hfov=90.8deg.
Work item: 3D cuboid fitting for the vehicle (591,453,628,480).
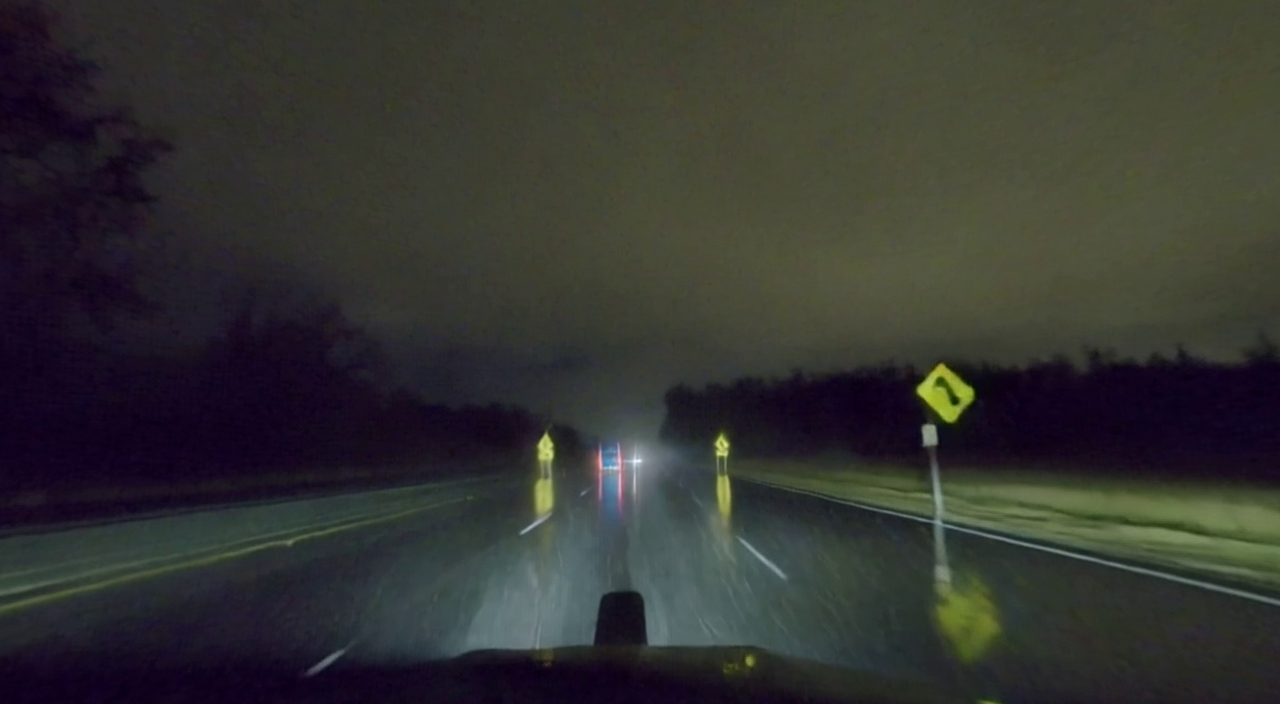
[{"bbox_3d":[-1.884,7.311,40.559,2.053,1.647,4.252,-1,-9,2],"label":"vehicle"}]
